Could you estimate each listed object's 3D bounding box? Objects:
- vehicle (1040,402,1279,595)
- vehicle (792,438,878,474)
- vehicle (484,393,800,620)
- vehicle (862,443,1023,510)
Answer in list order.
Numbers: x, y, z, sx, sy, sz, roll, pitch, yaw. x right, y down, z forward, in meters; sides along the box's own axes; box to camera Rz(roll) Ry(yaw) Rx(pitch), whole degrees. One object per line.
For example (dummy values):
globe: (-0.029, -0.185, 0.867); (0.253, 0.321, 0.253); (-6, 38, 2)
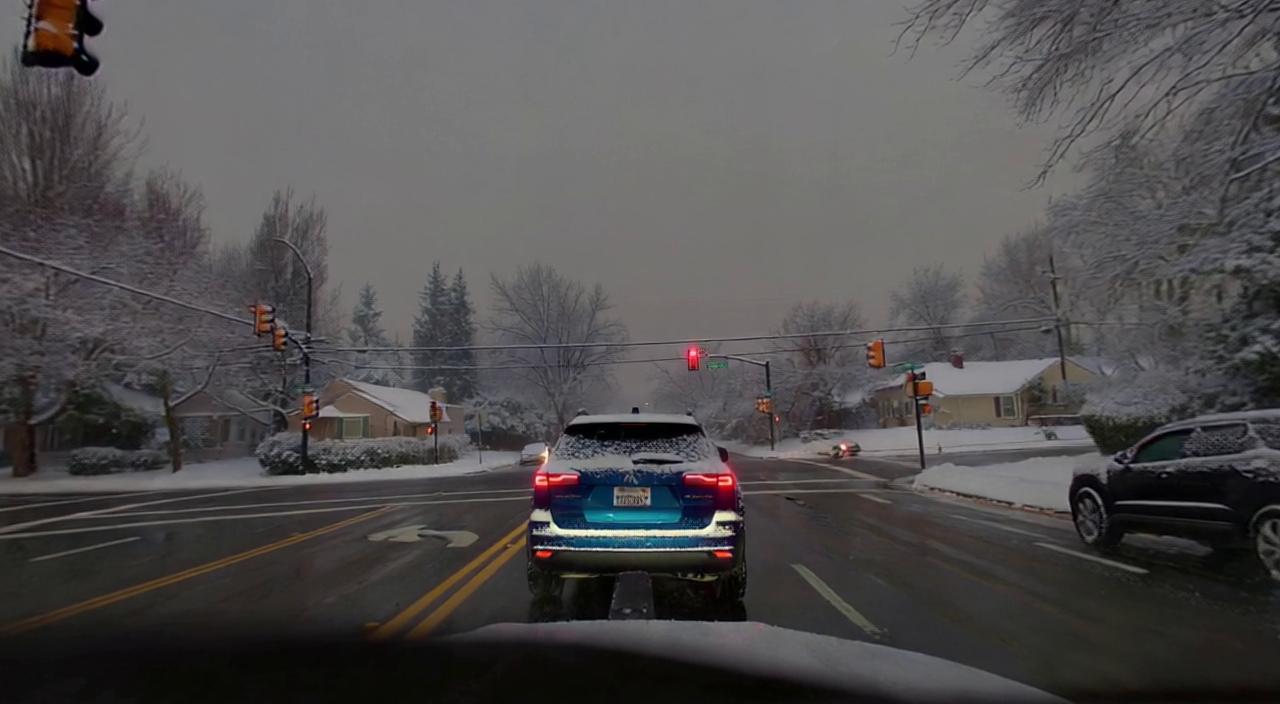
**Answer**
vehicle: (7.023, 1.541, 7.039); (1.989, 1.791, 4.735); (0, -8, 0)
vehicle: (9.172, 4.810, 29.371); (2.077, 1.527, 4.755); (-7, -11, 39)
vehicle: (0.044, 1.460, 6.907); (2.322, 1.667, 4.367); (0, -8, 1)
vehicle: (7.291, 3.006, 15.812); (1.860, 1.436, 4.479); (0, -8, 0)
